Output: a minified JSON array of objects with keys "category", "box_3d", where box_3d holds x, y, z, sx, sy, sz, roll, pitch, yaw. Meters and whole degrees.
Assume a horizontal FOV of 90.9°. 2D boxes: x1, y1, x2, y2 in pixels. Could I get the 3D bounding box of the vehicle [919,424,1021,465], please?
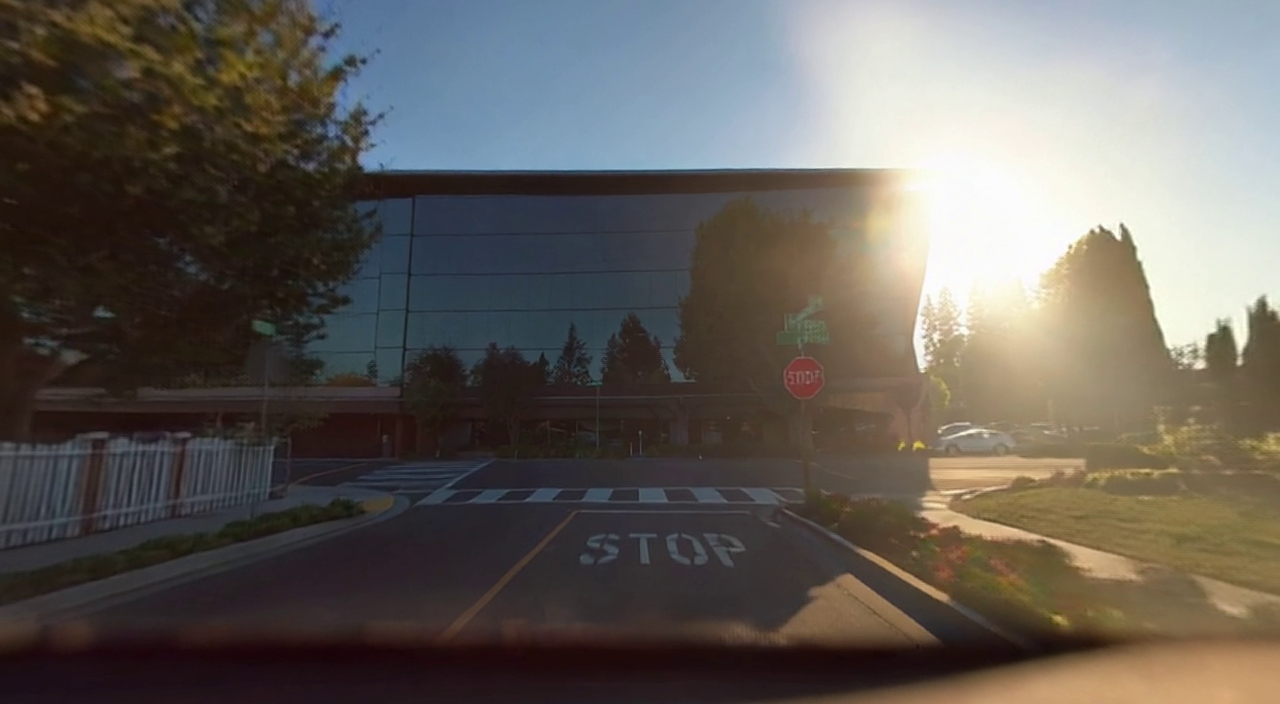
[{"category":"vehicle","box_3d":[18.922,5.346,36.360,2.395,2.164,4.475,5,-10,-27]}]
